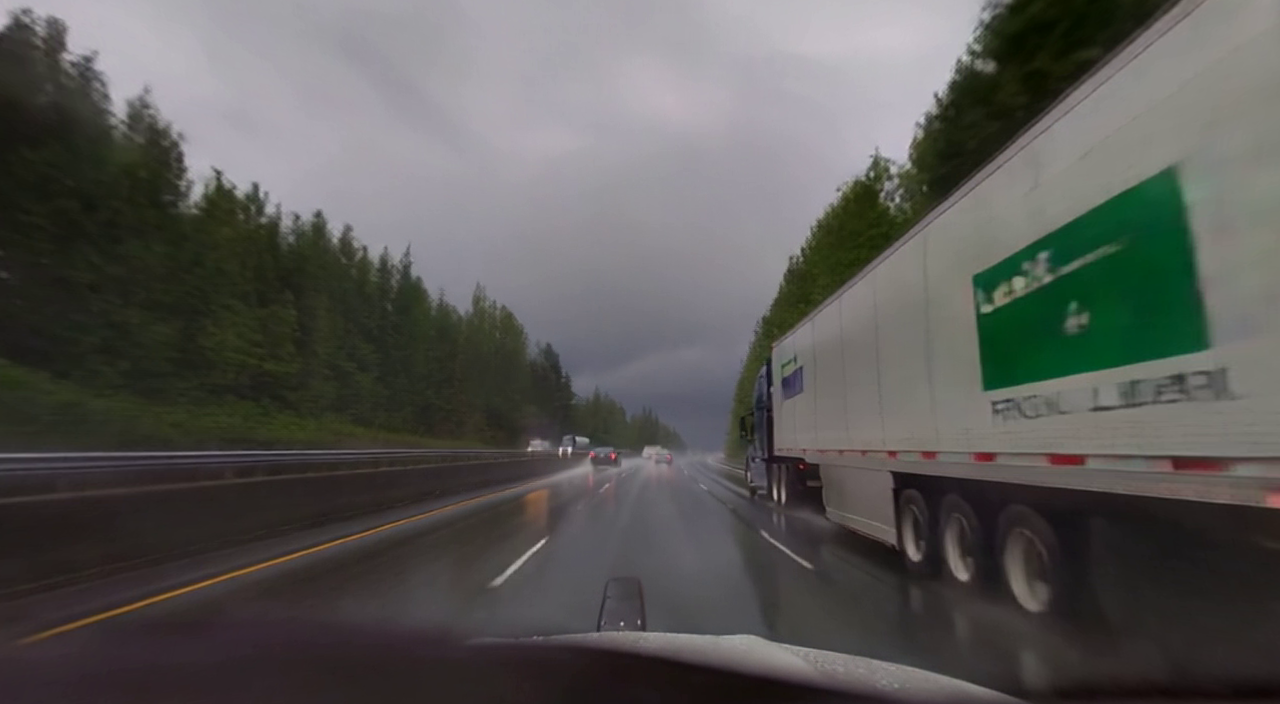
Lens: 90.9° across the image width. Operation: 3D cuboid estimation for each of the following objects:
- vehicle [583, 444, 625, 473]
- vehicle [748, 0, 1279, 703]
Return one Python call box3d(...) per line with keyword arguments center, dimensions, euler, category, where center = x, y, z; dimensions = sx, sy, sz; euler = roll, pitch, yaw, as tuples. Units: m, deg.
box3d(center=(-2.237, 6.753, 40.075), dimensions=(2.205, 1.728, 4.397), euler=(-1, -9, 3), category="vehicle")
box3d(center=(4.326, 0.663, 8.657), dimensions=(3.057, 3.993, 13.914), euler=(0, -9, -1), category="vehicle")
